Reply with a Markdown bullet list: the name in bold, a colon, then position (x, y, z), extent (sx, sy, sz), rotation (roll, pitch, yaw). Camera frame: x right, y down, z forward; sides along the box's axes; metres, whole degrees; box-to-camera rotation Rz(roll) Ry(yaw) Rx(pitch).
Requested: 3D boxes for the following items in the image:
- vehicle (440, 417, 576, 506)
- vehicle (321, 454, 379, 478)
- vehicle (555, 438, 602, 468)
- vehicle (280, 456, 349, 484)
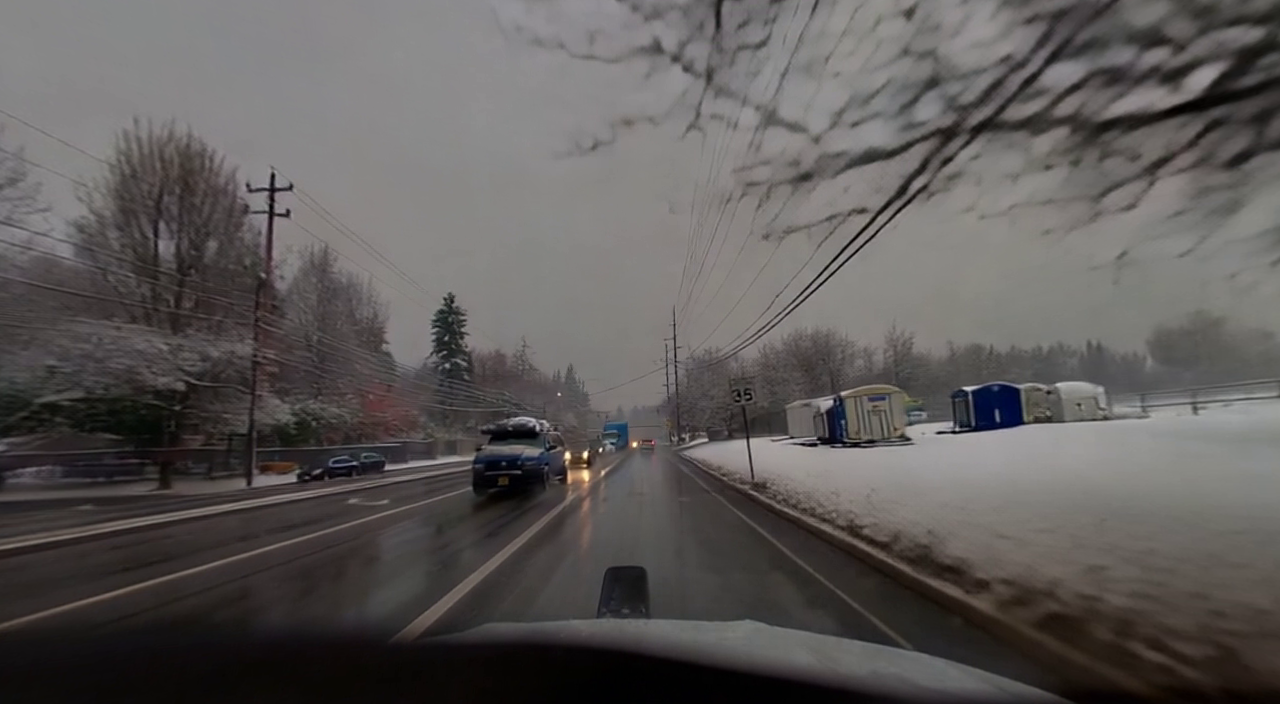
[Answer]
- **vehicle**: position (-2.996, 2.644, 15.664), extent (2.180, 1.818, 5.117), rotation (0, -8, 1)
- **vehicle**: position (-20.282, 7.962, 44.348), extent (2.231, 1.478, 4.603), rotation (1, -8, -5)
- **vehicle**: position (-3.145, 5.291, 33.108), extent (1.998, 1.466, 4.124), rotation (0, -8, 1)
- **vehicle**: position (-19.744, 7.142, 38.493), extent (2.099, 1.449, 4.749), rotation (1, -8, -6)
